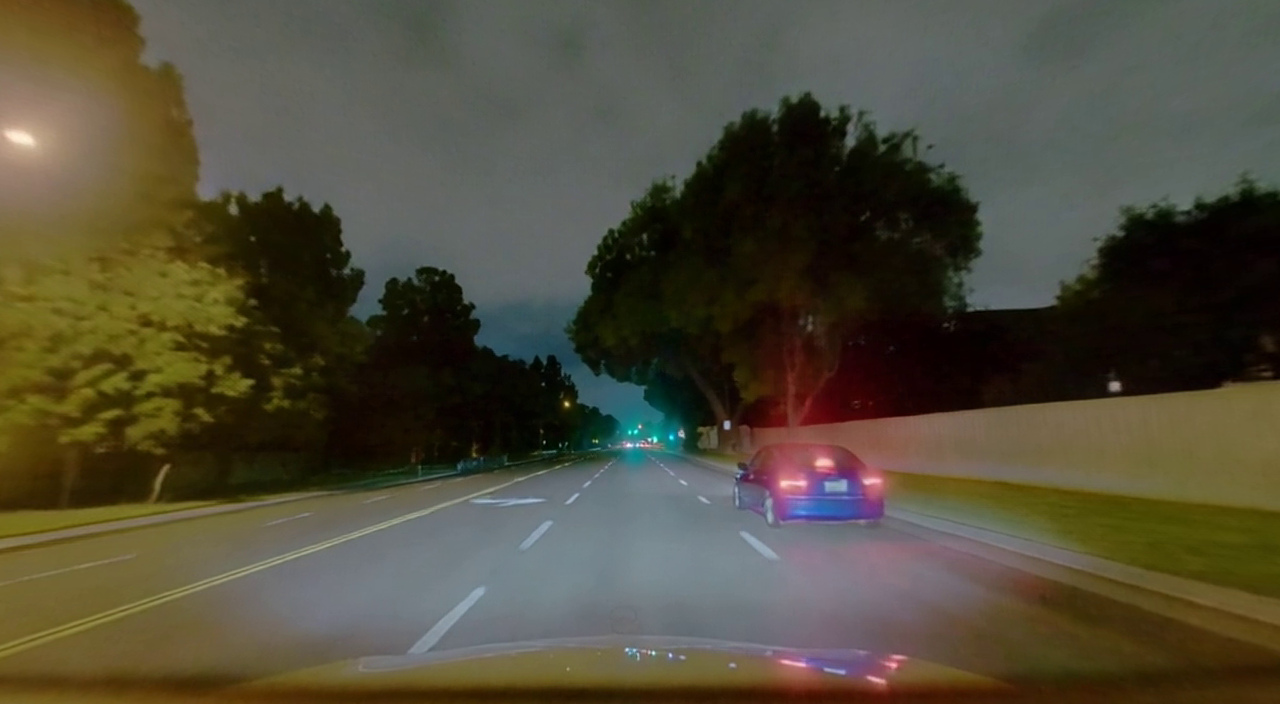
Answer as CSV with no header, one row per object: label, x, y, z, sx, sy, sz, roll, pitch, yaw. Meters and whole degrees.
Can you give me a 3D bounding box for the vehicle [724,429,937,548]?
vehicle,2.674,2.021,10.050,1.991,1.476,4.153,0,-8,-2
